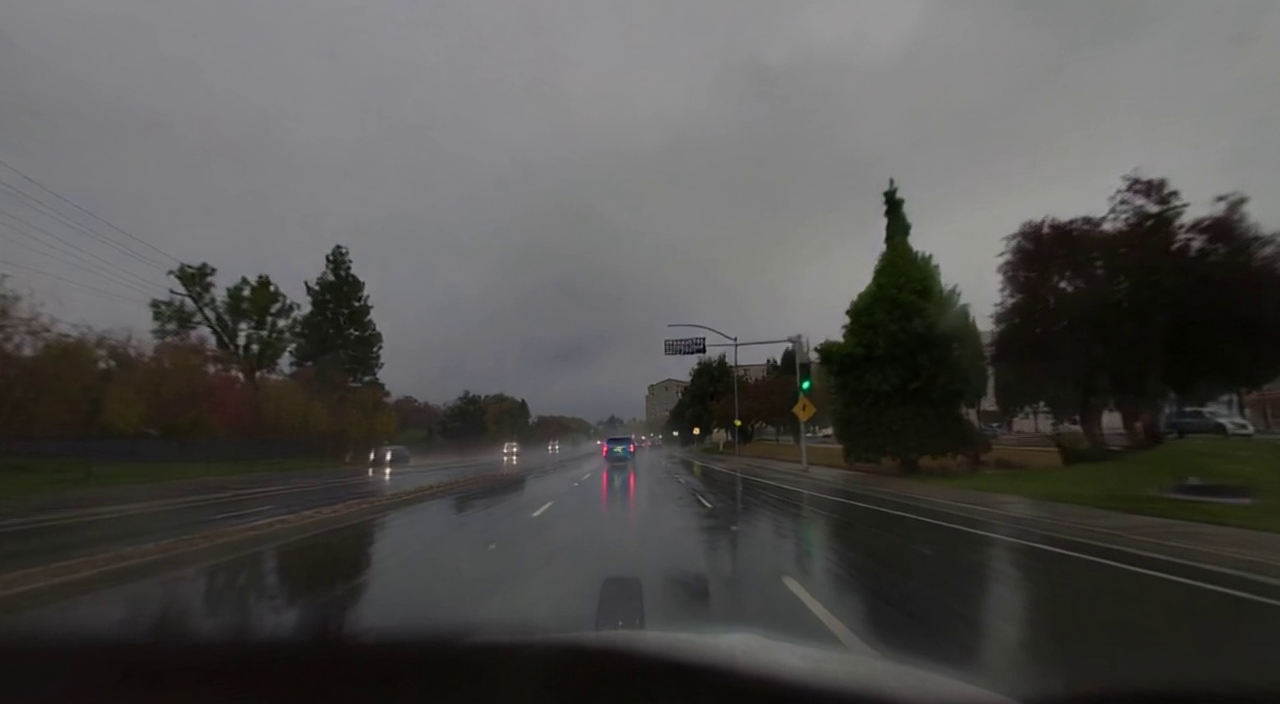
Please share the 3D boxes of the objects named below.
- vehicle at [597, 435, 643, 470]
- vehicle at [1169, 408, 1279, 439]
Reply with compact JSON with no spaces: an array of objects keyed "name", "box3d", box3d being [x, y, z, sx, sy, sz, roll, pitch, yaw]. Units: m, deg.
[{"name":"vehicle","box3d":[-0.982,5.309,33.347,2.174,1.703,4.231,0,-9,1]},{"name":"vehicle","box3d":[34.971,4.308,37.829,4.612,1.753,1.887,0,-10,3]}]
